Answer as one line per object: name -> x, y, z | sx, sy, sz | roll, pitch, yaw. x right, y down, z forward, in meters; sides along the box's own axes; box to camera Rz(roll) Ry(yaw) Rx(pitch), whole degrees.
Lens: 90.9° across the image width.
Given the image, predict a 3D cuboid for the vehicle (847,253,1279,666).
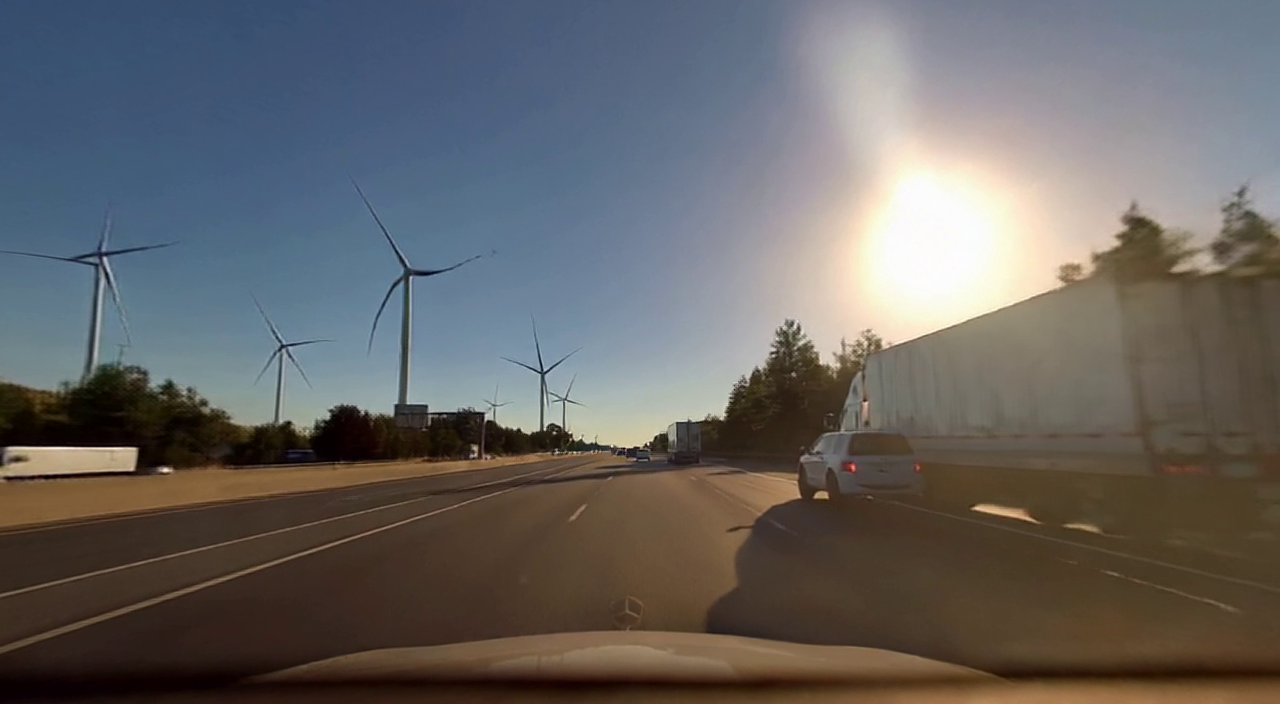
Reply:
vehicle -> 4.522, 1.053, 6.787 | 2.609, 2.648, 5.397 | 0, -9, -1
